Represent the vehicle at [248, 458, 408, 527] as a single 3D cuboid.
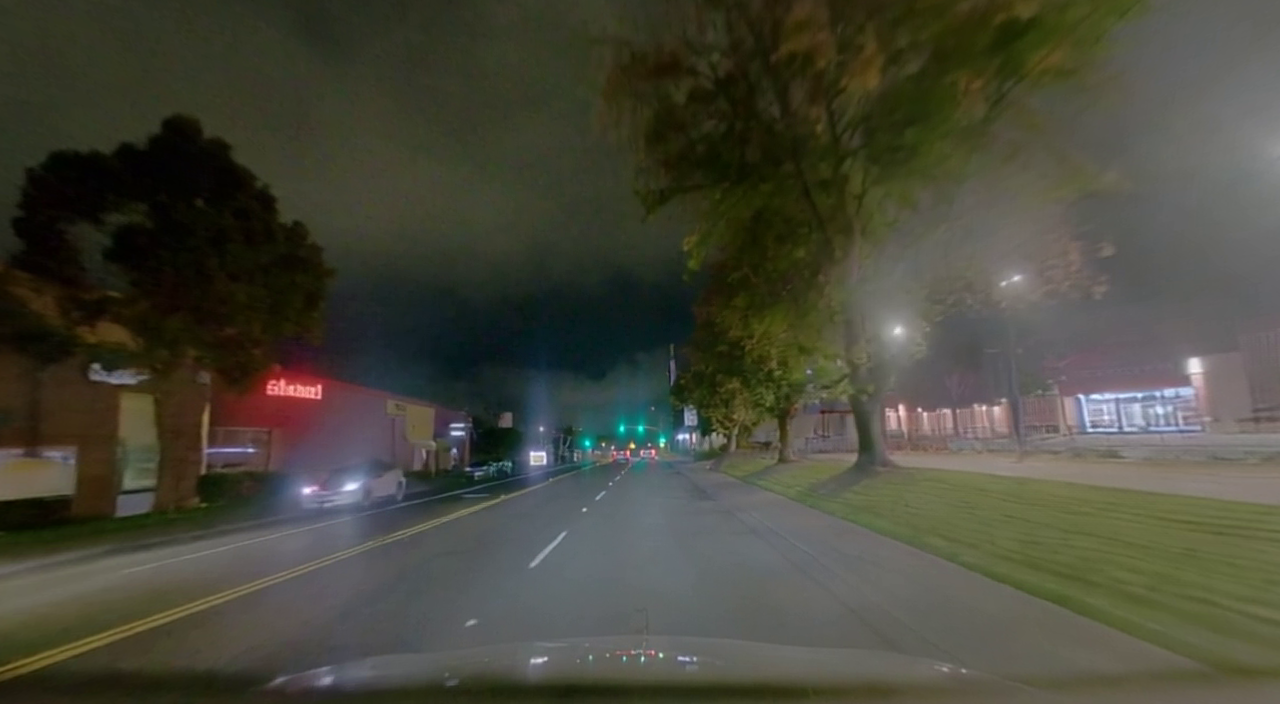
[{"bbox_3d":[-8.119,3.663,16.964,1.925,1.502,4.359,-1,-9,2],"label":"vehicle"}]
